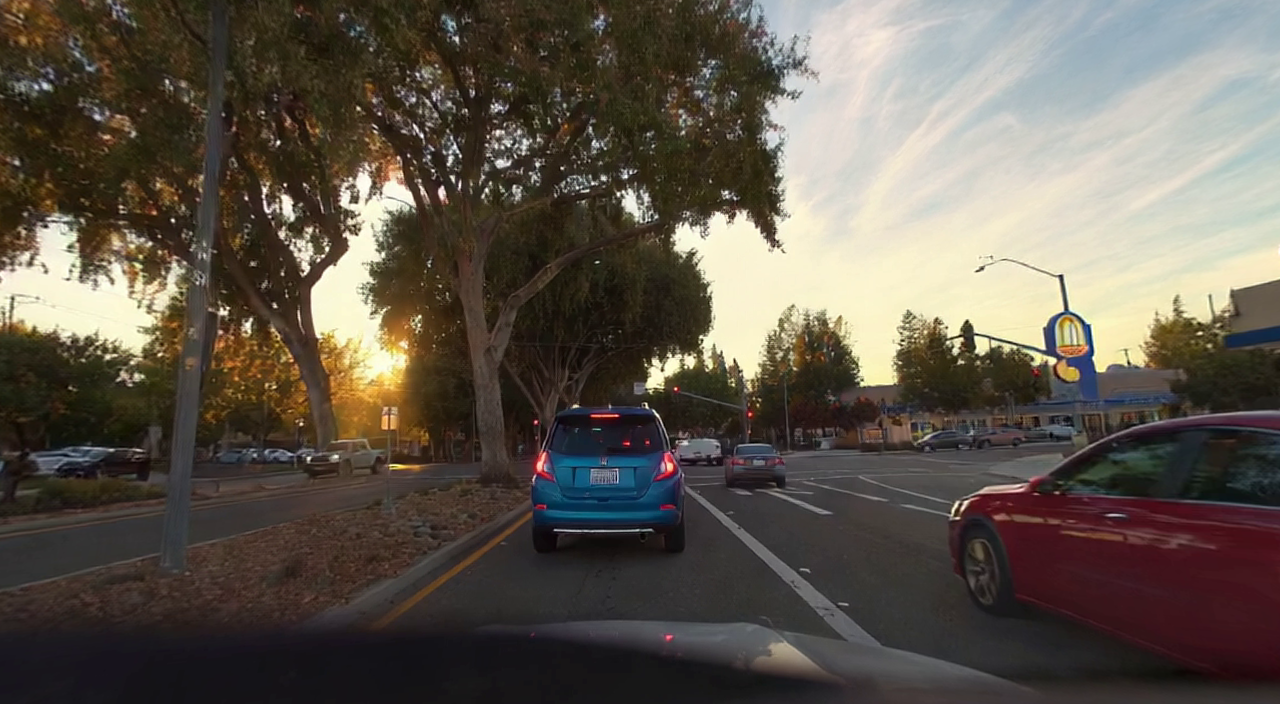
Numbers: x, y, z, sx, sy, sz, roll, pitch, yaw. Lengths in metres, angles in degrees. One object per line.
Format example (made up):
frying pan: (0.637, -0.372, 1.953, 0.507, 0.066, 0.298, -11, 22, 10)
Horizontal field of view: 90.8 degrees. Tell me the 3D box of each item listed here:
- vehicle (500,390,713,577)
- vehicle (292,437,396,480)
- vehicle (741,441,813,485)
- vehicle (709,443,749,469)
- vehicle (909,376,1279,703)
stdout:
vehicle: (-0.301, 1.646, 8.661, 2.096, 1.837, 4.687, 0, -9, 1)
vehicle: (-12.702, 4.598, 27.520, 2.108, 1.683, 4.861, 0, -9, 0)
vehicle: (5.082, 4.166, 24.014, 1.883, 1.496, 4.236, 0, -9, 1)
vehicle: (5.380, 6.329, 38.685, 1.923, 1.498, 4.326, 0, -9, 2)
vehicle: (3.495, 1.024, 3.357, 2.098, 1.555, 4.778, 0, -9, 1)
